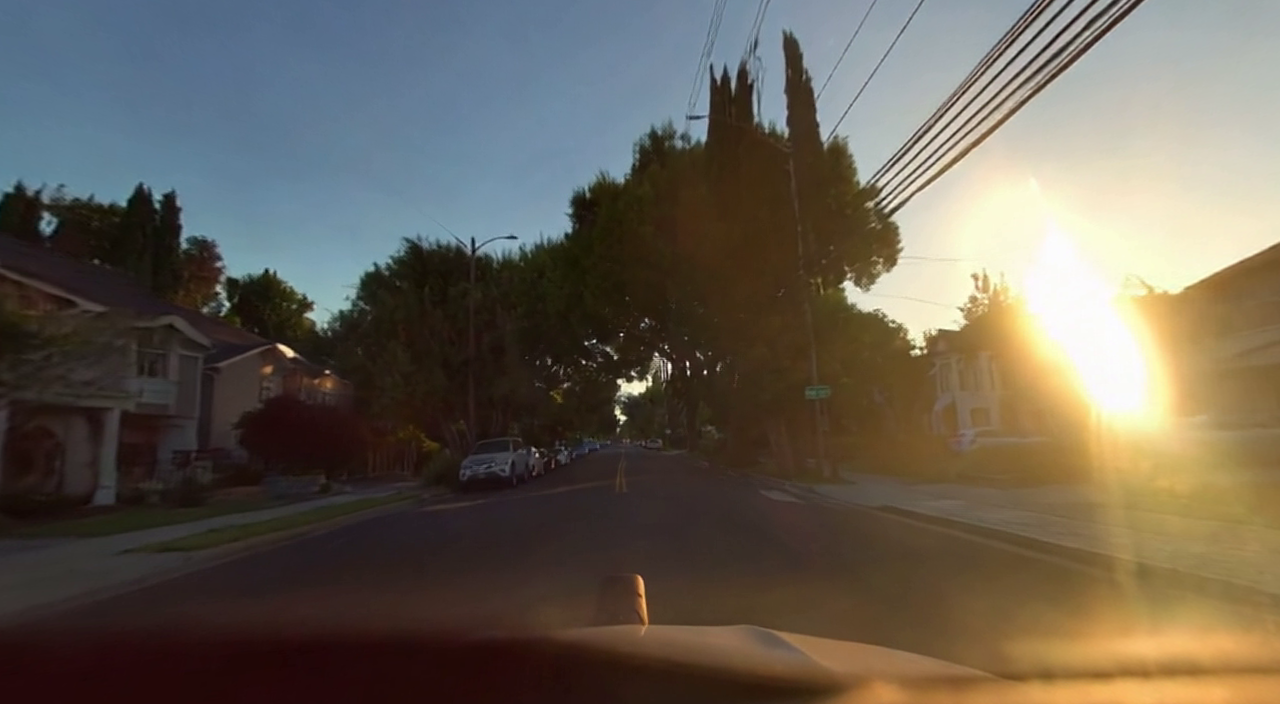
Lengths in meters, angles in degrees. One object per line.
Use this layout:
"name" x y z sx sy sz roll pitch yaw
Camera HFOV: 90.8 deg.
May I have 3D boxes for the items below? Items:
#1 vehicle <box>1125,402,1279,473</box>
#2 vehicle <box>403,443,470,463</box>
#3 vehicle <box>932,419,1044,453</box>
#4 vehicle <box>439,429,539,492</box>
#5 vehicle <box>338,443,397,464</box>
"vehicle" 16.432 2.317 17.080 4.892 1.774 1.987 0 -8 1
"vehicle" -15.087 7.511 46.996 4.382 1.462 1.874 0 -8 -2
"vehicle" 17.437 4.259 31.864 4.372 1.490 2.032 -2 -10 1
"vehicle" -5.778 4.192 25.051 2.411 1.979 5.915 -5 -8 0
"vehicle" -20.073 7.475 46.663 3.553 1.471 1.816 0 -8 -2
